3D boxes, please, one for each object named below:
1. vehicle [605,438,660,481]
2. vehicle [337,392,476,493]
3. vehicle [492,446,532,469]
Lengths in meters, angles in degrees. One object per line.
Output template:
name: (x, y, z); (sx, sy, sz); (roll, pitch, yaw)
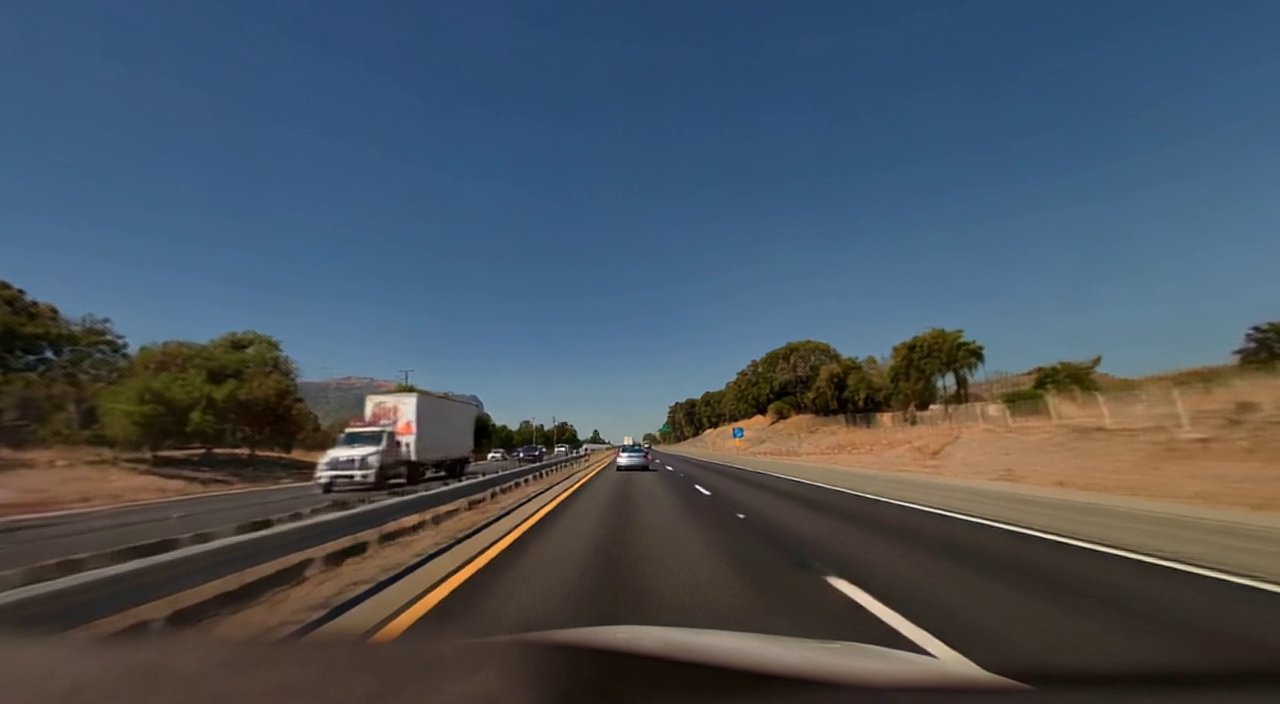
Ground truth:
vehicle: (-0.313, 4.171, 24.607); (1.971, 1.518, 4.108); (0, -8, -1)
vehicle: (-8.819, 3.563, 24.771); (2.739, 3.387, 7.184); (0, -8, -1)
vehicle: (-9.126, 7.538, 44.977); (1.923, 1.545, 4.492); (0, -8, 0)
